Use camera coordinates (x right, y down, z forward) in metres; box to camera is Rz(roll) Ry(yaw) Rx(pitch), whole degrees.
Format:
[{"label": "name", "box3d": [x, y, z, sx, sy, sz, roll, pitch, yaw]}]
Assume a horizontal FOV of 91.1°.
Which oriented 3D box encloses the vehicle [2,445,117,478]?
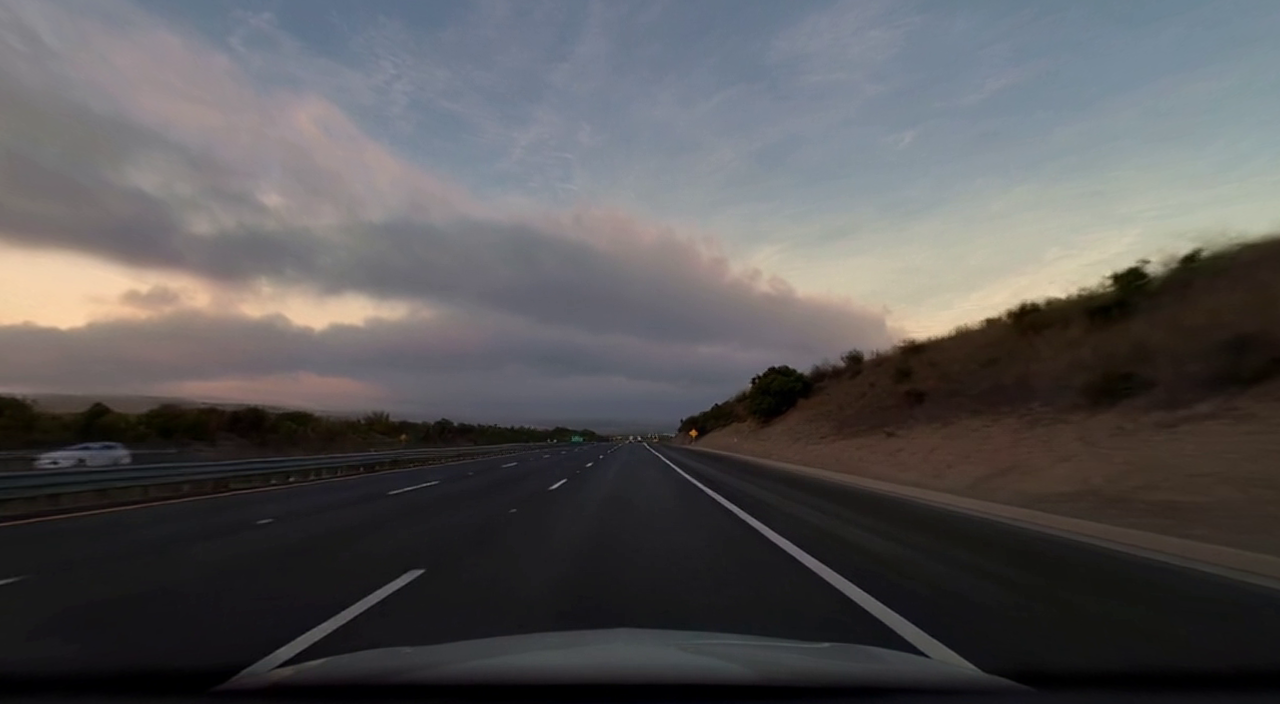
[{"label": "vehicle", "box3d": [-28.790, 5.397, 31.380, 1.793, 1.487, 4.216, 0, -8, -1]}]
